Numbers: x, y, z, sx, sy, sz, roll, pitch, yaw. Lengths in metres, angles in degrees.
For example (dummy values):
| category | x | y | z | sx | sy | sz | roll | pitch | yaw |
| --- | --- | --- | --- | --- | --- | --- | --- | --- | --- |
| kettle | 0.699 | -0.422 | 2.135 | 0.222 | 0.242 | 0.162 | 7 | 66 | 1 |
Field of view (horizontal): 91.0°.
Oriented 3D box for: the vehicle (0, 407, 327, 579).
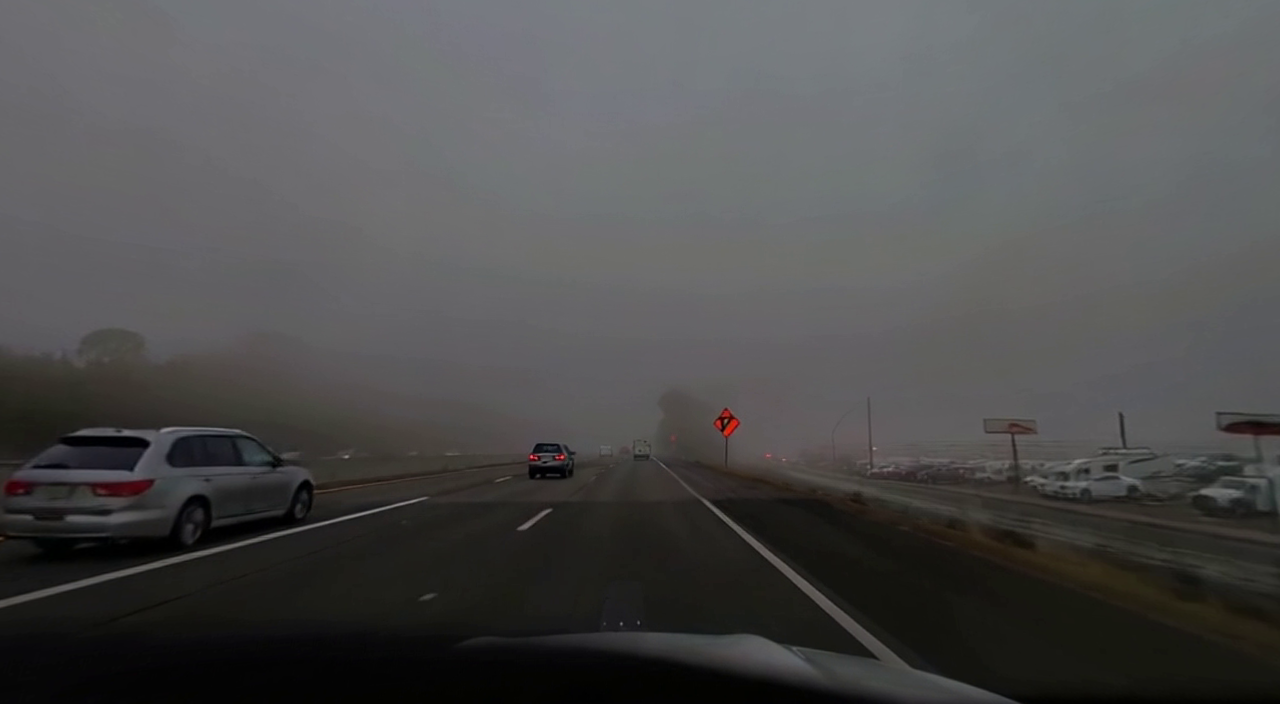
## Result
| category | x | y | z | sx | sy | sz | roll | pitch | yaw |
| --- | --- | --- | --- | --- | --- | --- | --- | --- | --- |
| vehicle | -7.203 | 1.906 | 9.477 | 2.159 | 1.807 | 5.422 | 0 | -9 | 0 |

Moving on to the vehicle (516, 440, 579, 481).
| category | x | y | z | sx | sy | sz | roll | pitch | yaw |
| --- | --- | --- | --- | --- | --- | --- | --- | --- | --- |
| vehicle | -4.016 | 4.802 | 28.101 | 2.070 | 1.665 | 4.213 | 0 | -9 | 1 |
